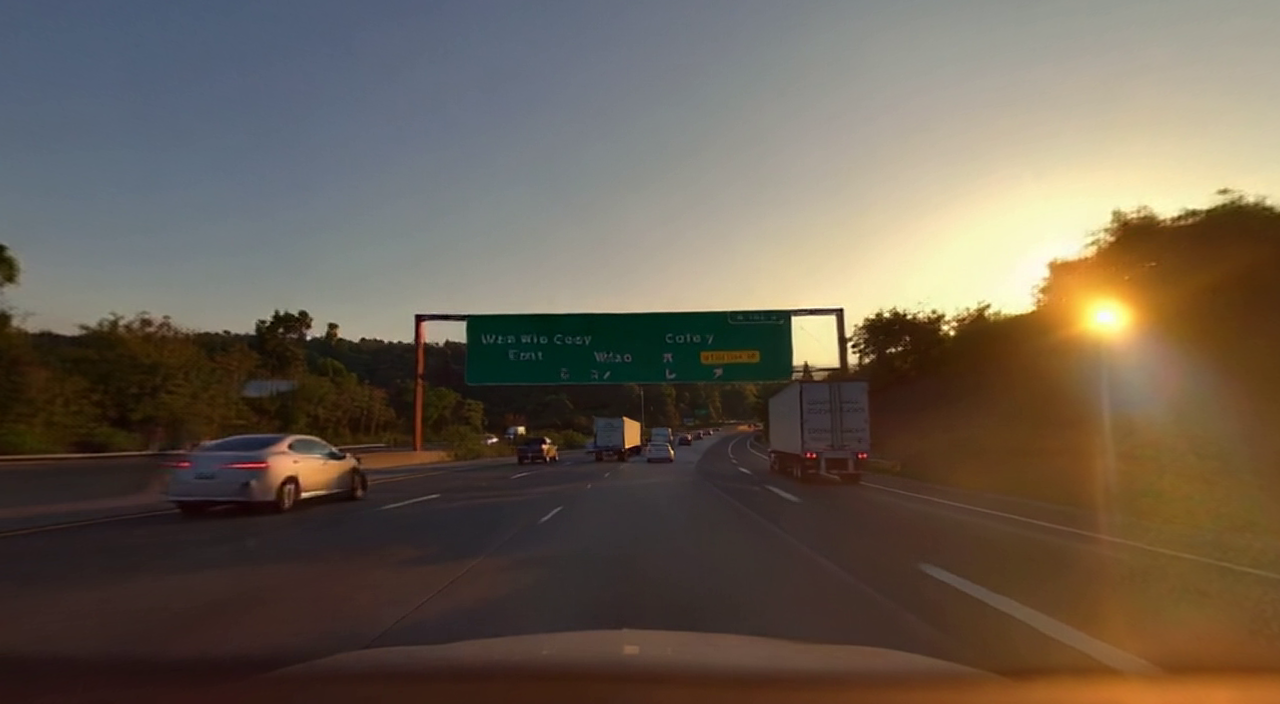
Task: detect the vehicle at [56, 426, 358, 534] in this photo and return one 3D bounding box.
[{"bbox_3d":[-7.079,2.128,11.119,1.950,1.485,4.589,0,-8,2],"label":"vehicle"}]

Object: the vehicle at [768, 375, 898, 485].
[{"bbox_3d":[6.901,3.035,23.953,2.895,3.484,7.631,-1,-9,4],"label":"vehicle"}]

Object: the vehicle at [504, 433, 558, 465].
[{"bbox_3d":[-6.763,6.097,39.744,2.272,1.850,5.156,0,-8,2],"label":"vehicle"}]

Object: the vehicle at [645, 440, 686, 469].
[{"bbox_3d":[1.345,5.551,34.336,2.105,1.502,4.068,0,-8,1],"label":"vehicle"}]

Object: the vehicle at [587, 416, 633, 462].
[{"bbox_3d":[-2.126,6.668,47.953,2.745,3.156,7.608,0,-8,3],"label":"vehicle"}]
